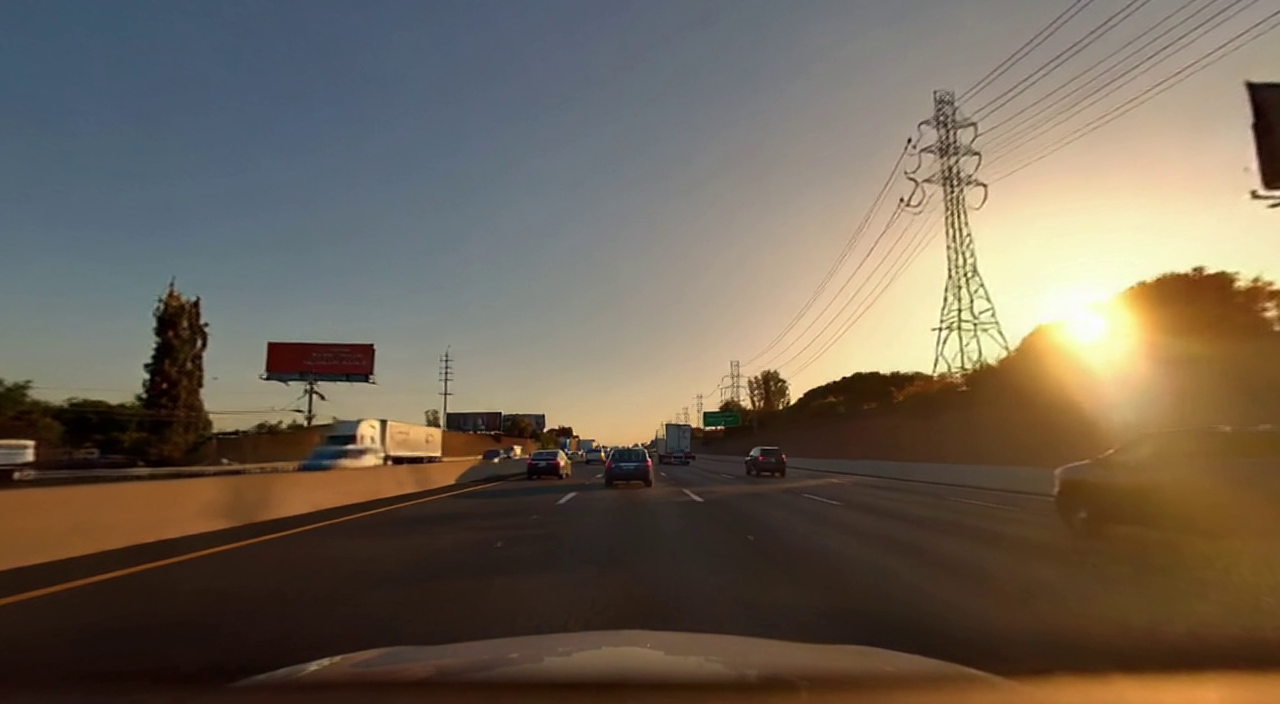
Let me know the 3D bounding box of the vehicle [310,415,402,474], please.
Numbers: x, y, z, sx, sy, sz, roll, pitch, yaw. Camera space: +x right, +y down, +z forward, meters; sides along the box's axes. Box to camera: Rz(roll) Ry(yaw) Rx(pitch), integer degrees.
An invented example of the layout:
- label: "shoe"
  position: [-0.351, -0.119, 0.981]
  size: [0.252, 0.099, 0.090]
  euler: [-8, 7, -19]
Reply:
- label: "vehicle"
  position: [-20.626, 6.848, 46.551]
  size: [3.012, 3.940, 8.053]
  euler: [0, -9, -1]

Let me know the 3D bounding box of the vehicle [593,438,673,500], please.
- label: "vehicle"
  position: [-0.212, 3.533, 19.450]
  size: [2.191, 1.685, 4.015]
  euler: [0, -9, -1]

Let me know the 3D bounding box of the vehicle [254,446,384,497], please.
- label: "vehicle"
  position: [-10.553, 3.933, 21.214]
  size: [2.008, 1.500, 4.376]
  euler: [0, -9, 0]

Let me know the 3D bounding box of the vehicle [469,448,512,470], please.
- label: "vehicle"
  position: [-10.965, 7.870, 46.791]
  size: [1.857, 1.524, 5.060]
  euler: [0, -9, 1]

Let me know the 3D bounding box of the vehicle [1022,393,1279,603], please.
- label: "vehicle"
  position: [6.755, 1.464, 6.669]
  size: [2.086, 1.862, 5.232]
  euler: [0, -9, -1]

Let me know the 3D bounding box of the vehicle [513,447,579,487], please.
- label: "vehicle"
  position: [-3.808, 4.748, 26.509]
  size: [2.025, 1.498, 4.675]
  euler: [0, -9, 1]

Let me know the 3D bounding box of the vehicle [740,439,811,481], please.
- label: "vehicle"
  position: [6.822, 5.517, 32.563]
  size: [2.302, 1.973, 5.502]
  euler: [0, -9, -1]
